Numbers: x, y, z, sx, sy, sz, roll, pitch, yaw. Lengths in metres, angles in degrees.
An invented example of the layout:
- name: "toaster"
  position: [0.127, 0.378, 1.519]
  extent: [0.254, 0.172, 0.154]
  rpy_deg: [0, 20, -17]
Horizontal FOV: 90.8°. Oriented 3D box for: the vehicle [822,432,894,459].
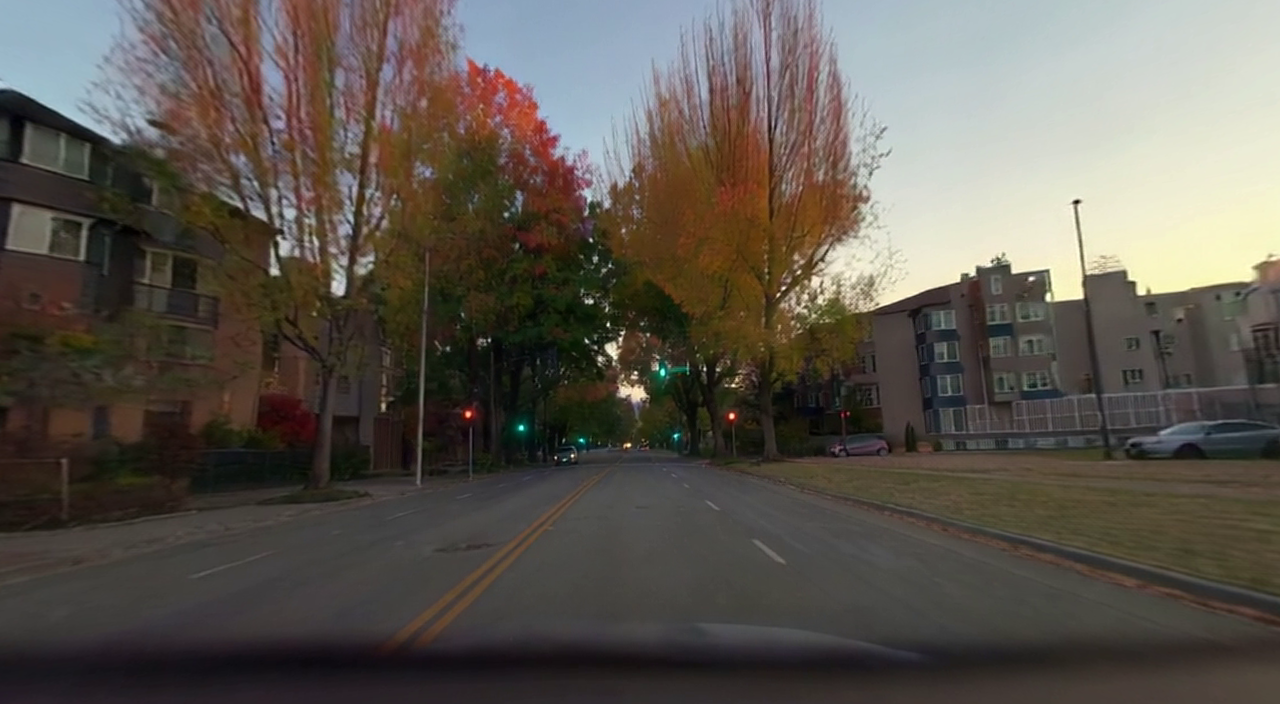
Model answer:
- name: "vehicle"
  position: [14.495, 6.263, 42.114]
  extent: [4.365, 1.702, 1.897]
  rpy_deg: [-3, -9, 18]
